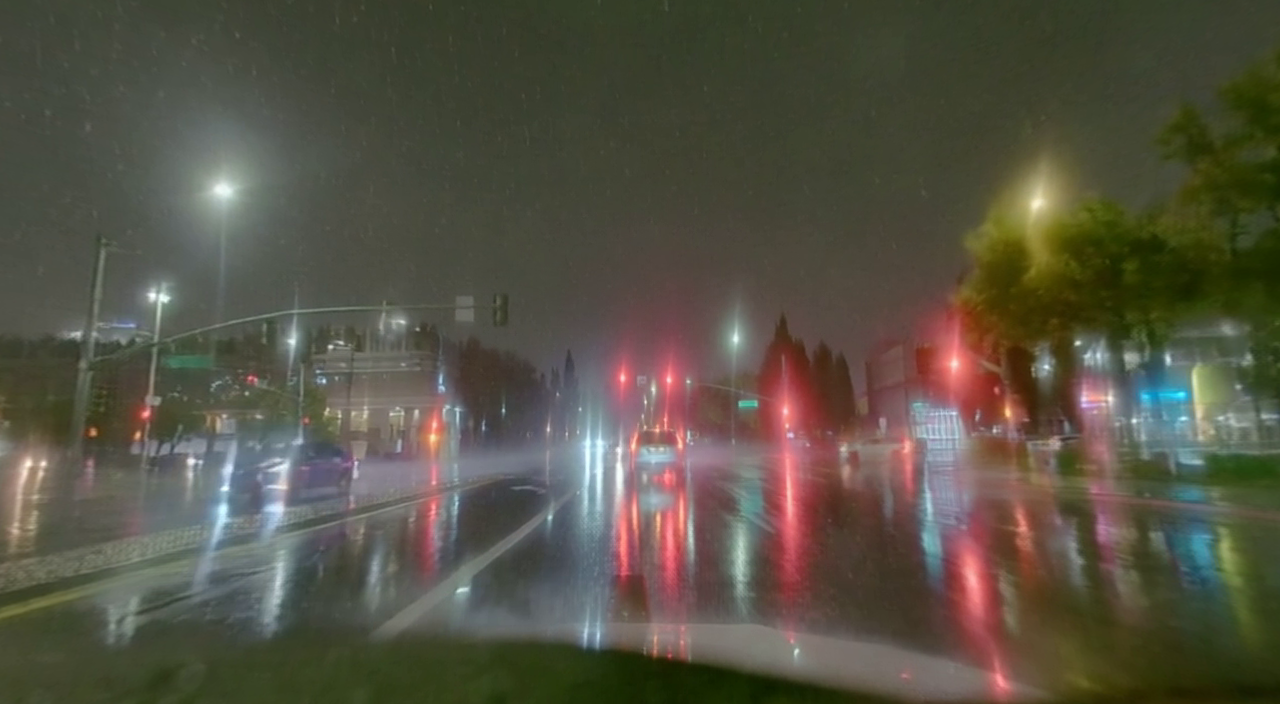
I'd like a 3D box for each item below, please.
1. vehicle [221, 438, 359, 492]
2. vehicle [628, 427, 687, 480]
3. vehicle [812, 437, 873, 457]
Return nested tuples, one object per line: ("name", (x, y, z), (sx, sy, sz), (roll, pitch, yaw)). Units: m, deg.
("vehicle", (-12.023, 3.885, 22.084), (1.954, 1.673, 4.460), (-1, -8, 6))
("vehicle", (0.616, 3.744, 23.497), (1.994, 1.759, 4.186), (0, -8, 1))
("vehicle", (15.273, 7.217, 47.714), (3.963, 1.480, 1.774), (-1, -8, 3))
